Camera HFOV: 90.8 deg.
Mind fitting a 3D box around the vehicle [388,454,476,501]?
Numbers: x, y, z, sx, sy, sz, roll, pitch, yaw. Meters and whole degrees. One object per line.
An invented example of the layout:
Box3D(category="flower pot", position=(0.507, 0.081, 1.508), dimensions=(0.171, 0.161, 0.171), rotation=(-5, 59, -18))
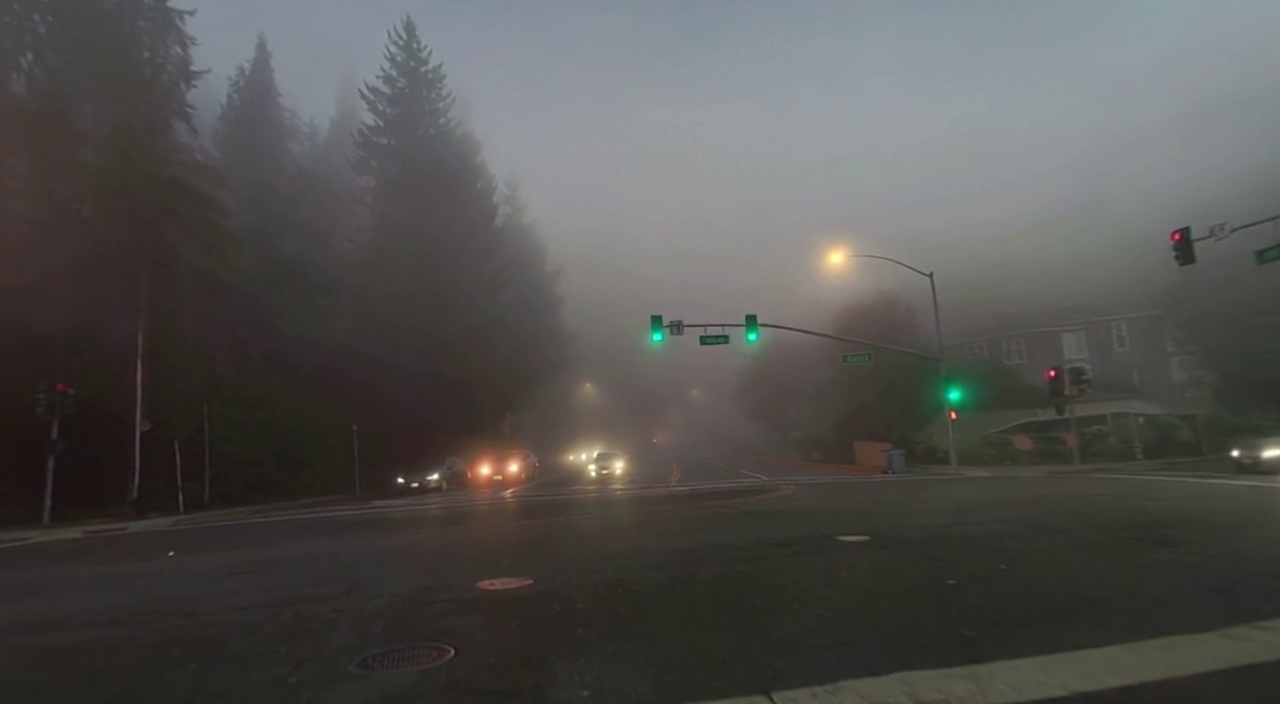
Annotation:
Box3D(category="vehicle", position=(-9.115, 5.508, 28.183), dimensions=(2.241, 1.819, 4.690), rotation=(-1, -9, 1))

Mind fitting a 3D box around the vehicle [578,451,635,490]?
Box3D(category="vehicle", position=(-1.363, 5.139, 27.815), dimensions=(2.174, 1.477, 4.805), rotation=(-1, -9, 1))

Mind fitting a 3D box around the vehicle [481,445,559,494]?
Box3D(category="vehicle", position=(-5.322, 5.282, 28.883), dimensions=(2.479, 1.977, 5.254), rotation=(-1, -9, 1))
